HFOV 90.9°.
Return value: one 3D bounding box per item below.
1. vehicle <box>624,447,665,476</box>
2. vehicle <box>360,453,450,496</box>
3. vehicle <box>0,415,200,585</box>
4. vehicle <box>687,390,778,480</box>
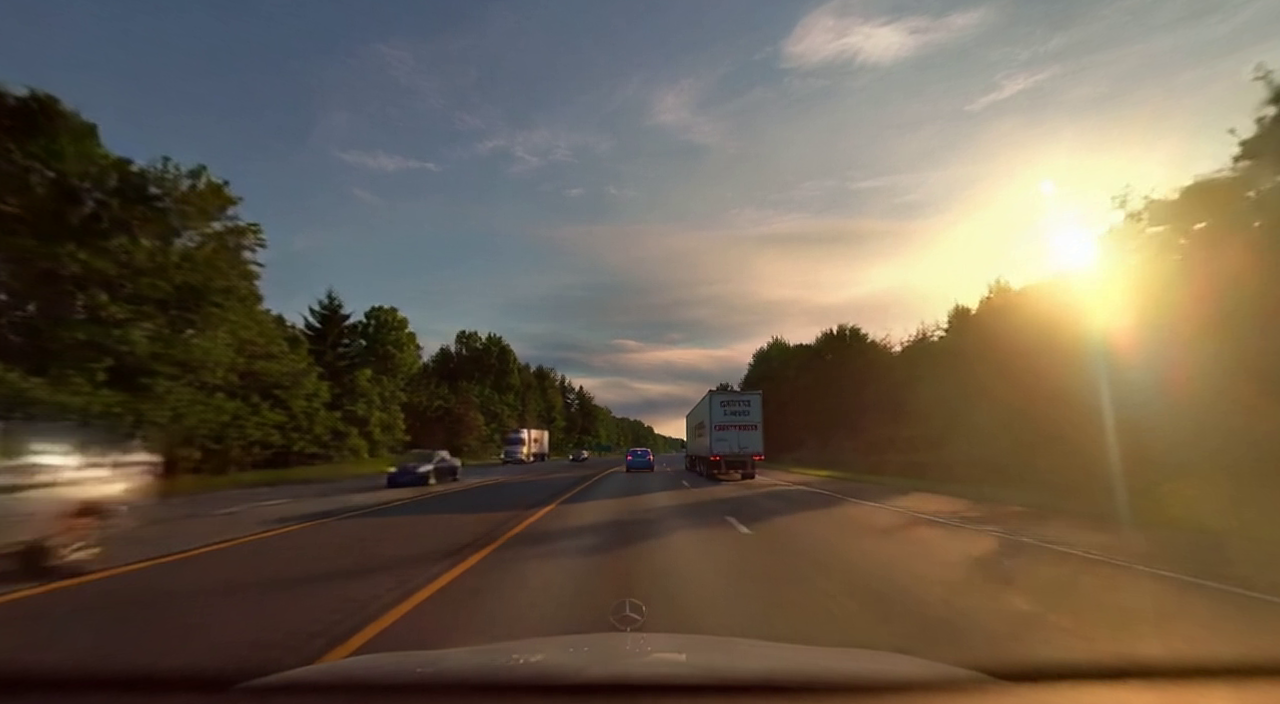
[{"bbox_3d":[0.235,5.854,33.928,2.074,1.475,3.960,0,-9,0],"label":"vehicle"},{"bbox_3d":[-8.838,4.622,24.091,1.932,1.454,3.853,0,-9,0],"label":"vehicle"},{"bbox_3d":[-8.488,1.765,7.638,2.252,1.923,5.541,0,-9,0],"label":"vehicle"},{"bbox_3d":[4.697,4.869,35.681,2.909,4.074,14.457,0,-9,0],"label":"vehicle"}]
